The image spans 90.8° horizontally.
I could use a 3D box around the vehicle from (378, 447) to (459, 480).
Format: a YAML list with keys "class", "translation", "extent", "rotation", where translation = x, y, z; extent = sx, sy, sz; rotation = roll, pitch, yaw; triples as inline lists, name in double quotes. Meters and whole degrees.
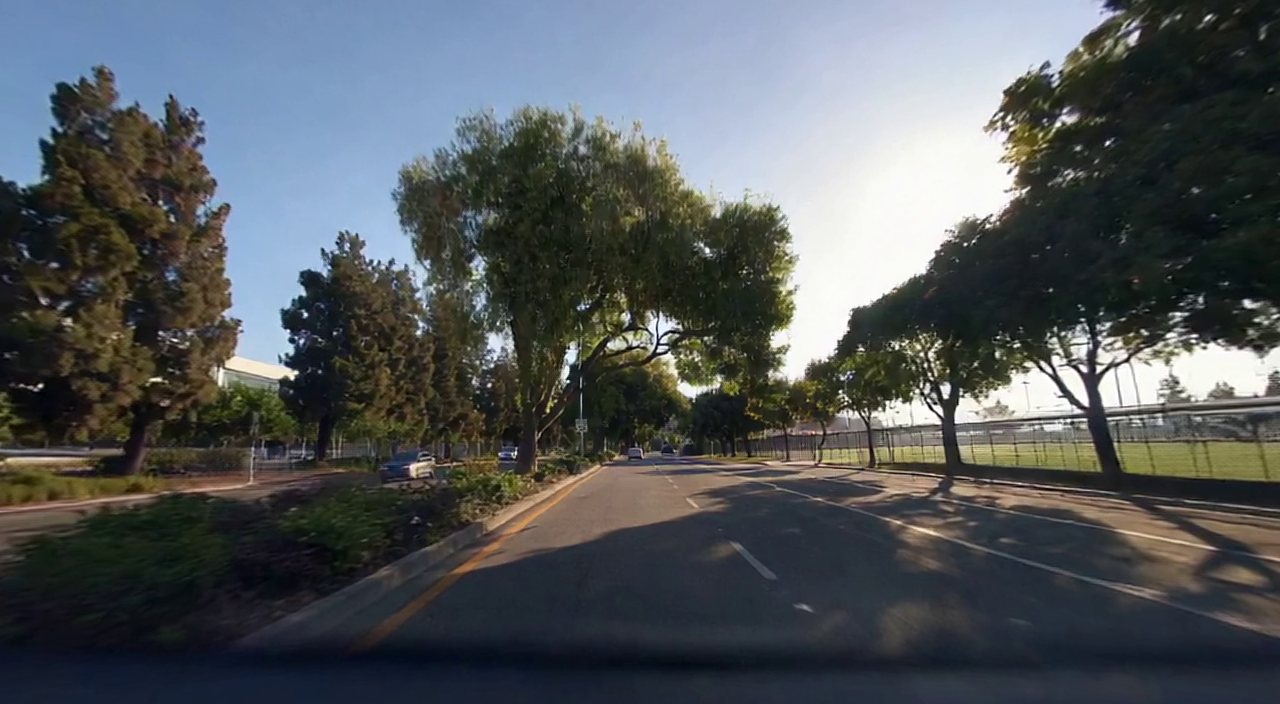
- class: "vehicle"
  translation: [-10.803, 5.461, 31.202]
  extent: [2.173, 1.460, 4.661]
  rotation: [-1, -8, 2]
